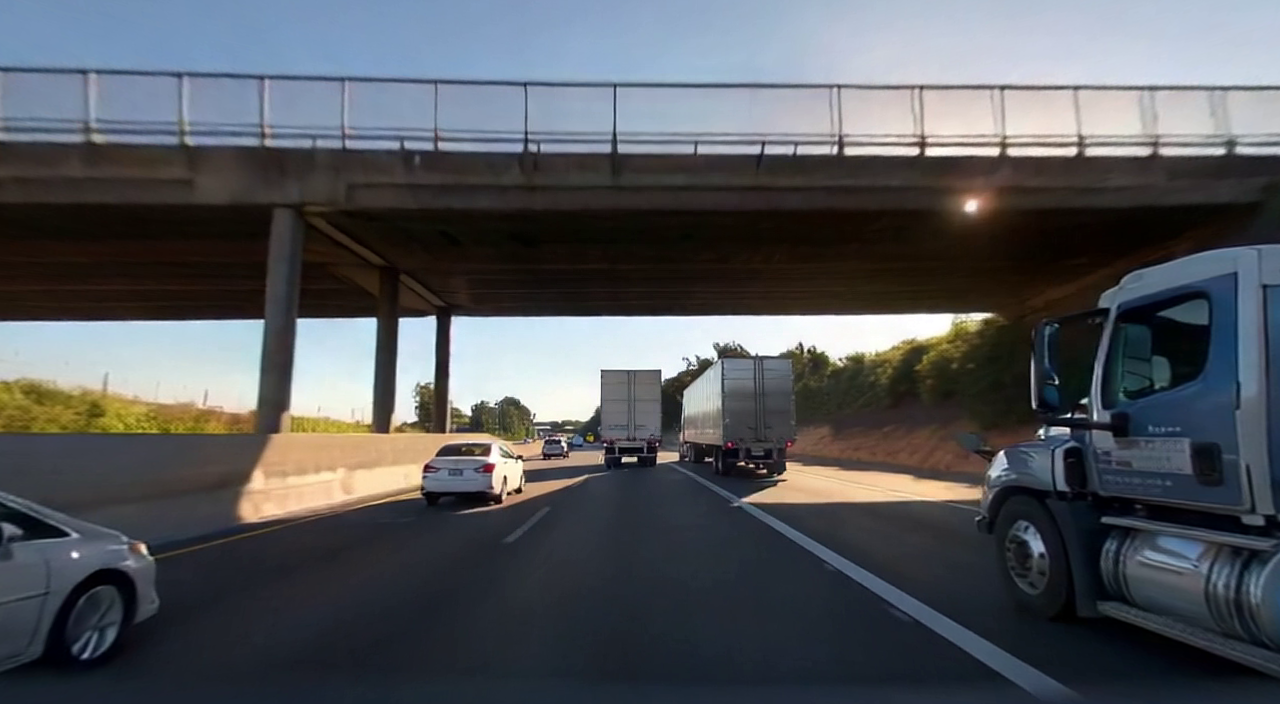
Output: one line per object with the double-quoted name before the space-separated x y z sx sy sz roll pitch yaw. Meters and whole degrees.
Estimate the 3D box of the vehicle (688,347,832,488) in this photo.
"vehicle" 3.733 2.563 23.182 2.817 3.886 11.491 0 -8 -1

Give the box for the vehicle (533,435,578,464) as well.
"vehicle" -4.601 5.354 34.816 2.049 1.483 3.786 0 -8 -1

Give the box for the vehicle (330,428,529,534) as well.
"vehicle" -3.348 2.114 11.141 1.894 1.460 4.662 0 -8 0

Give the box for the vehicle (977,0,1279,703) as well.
"vehicle" 3.972 -0.415 1.296 3.074 3.896 5.910 0 -8 -1

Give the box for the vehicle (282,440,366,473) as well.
"vehicle" -15.276 5.043 30.749 1.848 1.472 4.398 0 -8 -1

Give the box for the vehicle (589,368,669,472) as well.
"vehicle" -0.417 3.376 30.091 3.090 4.065 10.702 0 -8 0

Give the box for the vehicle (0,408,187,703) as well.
"vehicle" -4.009 0.861 1.953 1.923 1.464 4.449 0 -8 0
